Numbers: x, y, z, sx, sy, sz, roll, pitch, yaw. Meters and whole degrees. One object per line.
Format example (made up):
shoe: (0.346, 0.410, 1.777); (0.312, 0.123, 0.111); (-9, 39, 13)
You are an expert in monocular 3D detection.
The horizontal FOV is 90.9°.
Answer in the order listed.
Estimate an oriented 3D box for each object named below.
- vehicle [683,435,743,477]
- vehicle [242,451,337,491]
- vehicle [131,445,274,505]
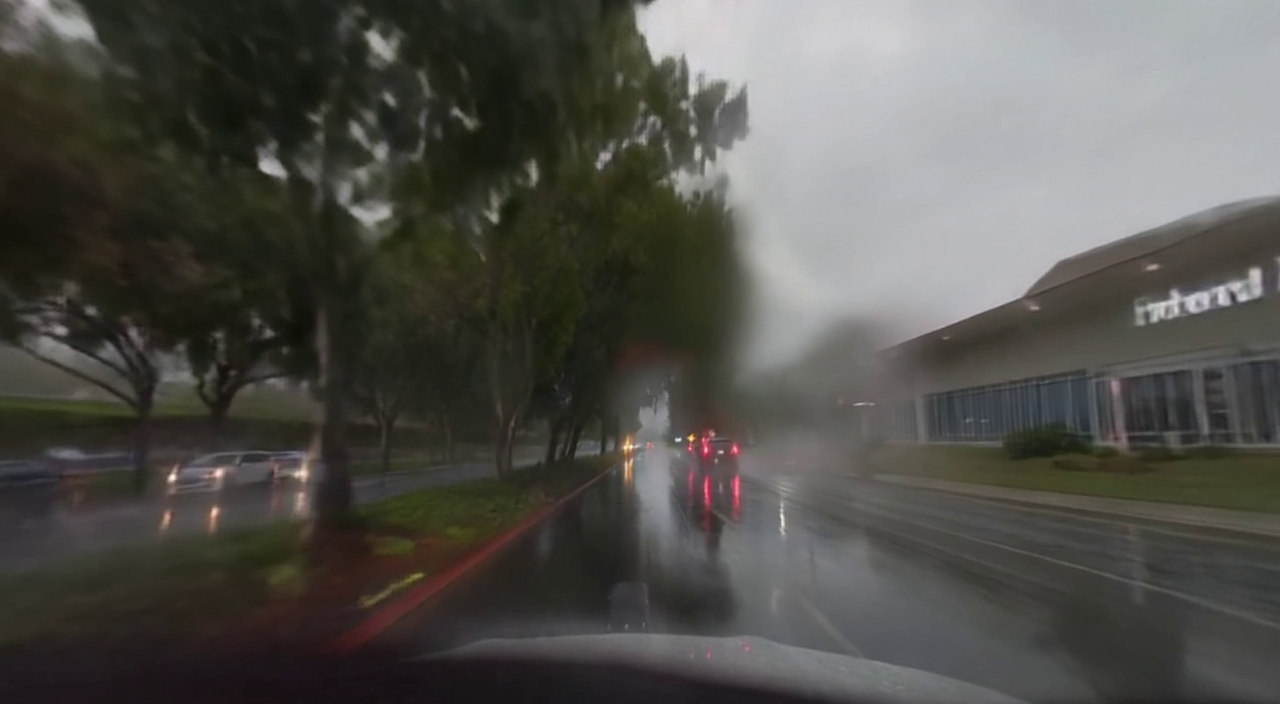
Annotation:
vehicle: (3.214, 4.693, 28.687); (2.143, 1.759, 4.378); (0, -8, 0)
vehicle: (-16.447, 5.569, 29.853); (1.980, 1.695, 4.350); (0, -8, 0)
vehicle: (-16.489, 4.598, 24.186); (2.005, 2.034, 4.904); (0, -8, -1)
